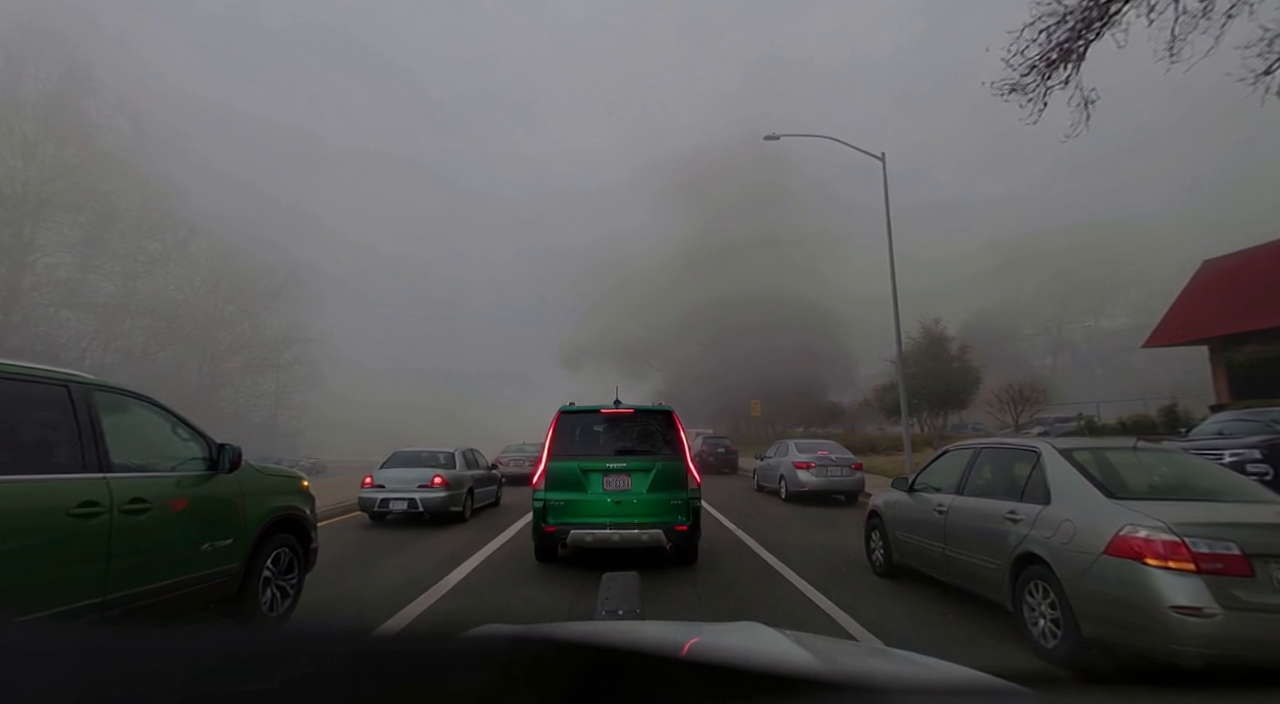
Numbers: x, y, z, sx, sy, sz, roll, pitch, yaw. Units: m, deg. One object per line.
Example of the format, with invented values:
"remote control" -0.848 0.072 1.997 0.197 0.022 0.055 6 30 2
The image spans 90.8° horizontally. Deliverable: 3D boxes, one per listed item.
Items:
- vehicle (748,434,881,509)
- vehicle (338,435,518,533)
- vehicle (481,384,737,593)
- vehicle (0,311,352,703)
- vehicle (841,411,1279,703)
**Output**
"vehicle" 3.937 2.768 15.078 1.875 1.521 4.192 0 -9 -2
"vehicle" -3.585 2.298 11.605 1.849 1.451 4.218 0 -9 0
"vehicle" -0.305 1.507 7.717 2.238 1.825 4.190 0 -9 -1
"vehicle" -3.604 0.879 3.129 2.231 1.853 4.461 0 -9 0
"vehicle" 3.372 1.356 5.252 1.900 1.477 4.352 0 -9 -1
